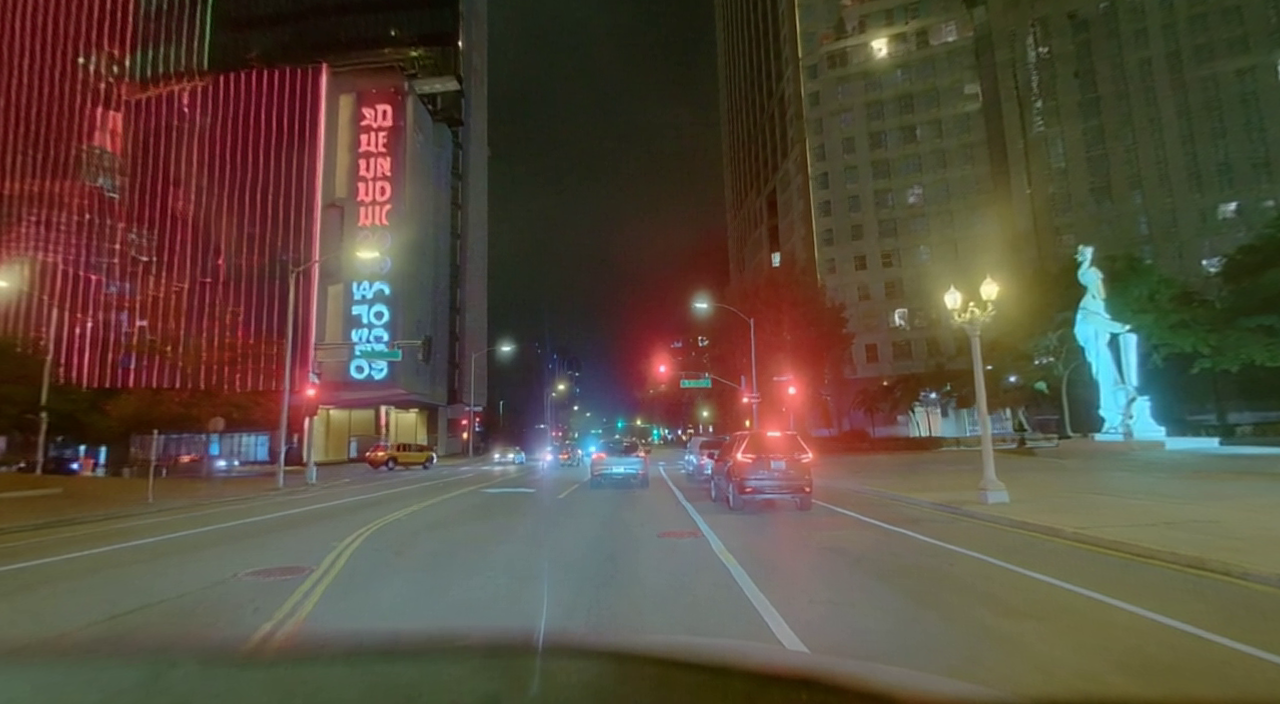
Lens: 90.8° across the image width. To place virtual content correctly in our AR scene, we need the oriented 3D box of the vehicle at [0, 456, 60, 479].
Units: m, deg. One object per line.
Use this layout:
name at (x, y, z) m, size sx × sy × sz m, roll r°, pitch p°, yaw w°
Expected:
vehicle at (-45.770, 8.584, 46.958) m, size 3.671 × 1.498 × 1.670 m, roll 2°, pitch -10°, yaw 4°

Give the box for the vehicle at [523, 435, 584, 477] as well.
vehicle at (-3.600, 4.417, 27.143) m, size 2.045 × 1.633 × 4.864 m, roll 0°, pitch -8°, yaw -2°

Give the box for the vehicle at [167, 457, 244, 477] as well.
vehicle at (-32.396, 8.571, 47.174) m, size 4.392 × 1.427 × 1.764 m, roll 0°, pitch -9°, yaw 0°

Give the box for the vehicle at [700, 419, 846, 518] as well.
vehicle at (2.609, 2.432, 13.673) m, size 2.096 × 1.775 × 4.440 m, roll 0°, pitch -9°, yaw -1°

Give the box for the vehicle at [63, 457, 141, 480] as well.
vehicle at (-40.230, 8.737, 47.293) m, size 4.224 × 1.622 × 1.808 m, roll 0°, pitch -9°, yaw 2°

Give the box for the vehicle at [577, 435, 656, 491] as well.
vehicle at (-0.615, 3.273, 18.966) m, size 2.096 × 1.492 × 4.071 m, roll 0°, pitch -8°, yaw 0°

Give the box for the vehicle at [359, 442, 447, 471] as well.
vehicle at (-15.305, 6.752, 41.007) m, size 4.855 × 1.769 × 2.071 m, roll 0°, pitch -9°, yaw -4°
